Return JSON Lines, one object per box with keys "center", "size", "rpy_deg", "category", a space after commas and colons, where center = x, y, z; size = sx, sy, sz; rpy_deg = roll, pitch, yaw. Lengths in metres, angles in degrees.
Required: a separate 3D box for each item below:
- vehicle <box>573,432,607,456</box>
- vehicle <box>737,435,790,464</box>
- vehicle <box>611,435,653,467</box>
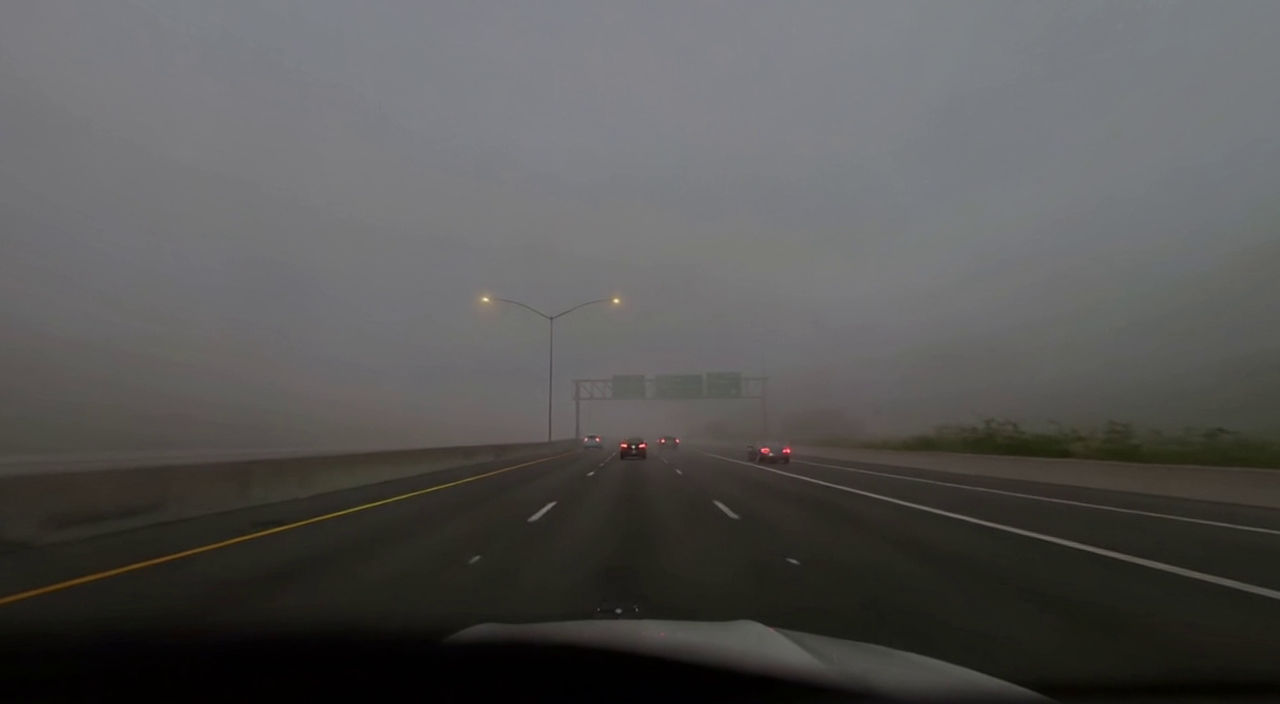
{"center": [-3.662, 6.901, 47.213], "size": [2.123, 1.661, 4.601], "rpy_deg": [0, -8, 0], "category": "vehicle"}
{"center": [6.787, 5.406, 35.233], "size": [1.935, 1.478, 4.433], "rpy_deg": [0, -8, -2], "category": "vehicle"}
{"center": [-0.417, 4.956, 31.767], "size": [1.985, 1.457, 4.227], "rpy_deg": [0, -8, -1], "category": "vehicle"}
